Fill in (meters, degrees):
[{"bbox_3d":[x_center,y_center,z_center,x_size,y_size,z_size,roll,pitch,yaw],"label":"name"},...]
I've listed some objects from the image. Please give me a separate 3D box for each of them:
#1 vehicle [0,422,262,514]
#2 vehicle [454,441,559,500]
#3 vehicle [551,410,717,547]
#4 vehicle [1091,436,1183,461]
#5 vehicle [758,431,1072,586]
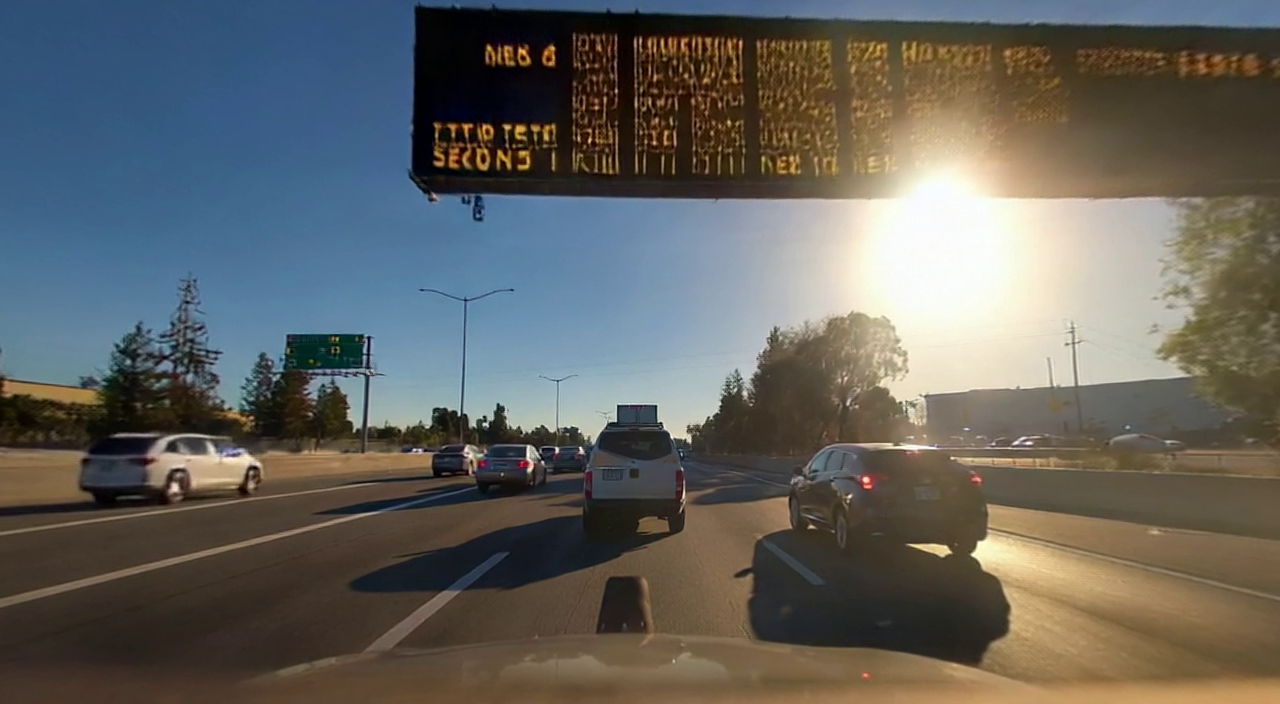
[{"bbox_3d":[-11.058,2.543,14.281,2.129,1.720,4.547,0,-9,0],"label":"vehicle"},{"bbox_3d":[-3.618,3.278,17.863,2.005,1.458,4.143,0,-9,1],"label":"vehicle"},{"bbox_3d":[-0.088,1.953,10.279,2.152,1.779,3.924,0,-9,0],"label":"vehicle"},{"bbox_3d":[32.551,6.356,41.456,1.805,1.536,4.325,3,-9,-19],"label":"vehicle"},{"bbox_3d":[3.099,1.854,8.399,2.018,1.470,4.491,0,-9,-2],"label":"vehicle"}]
